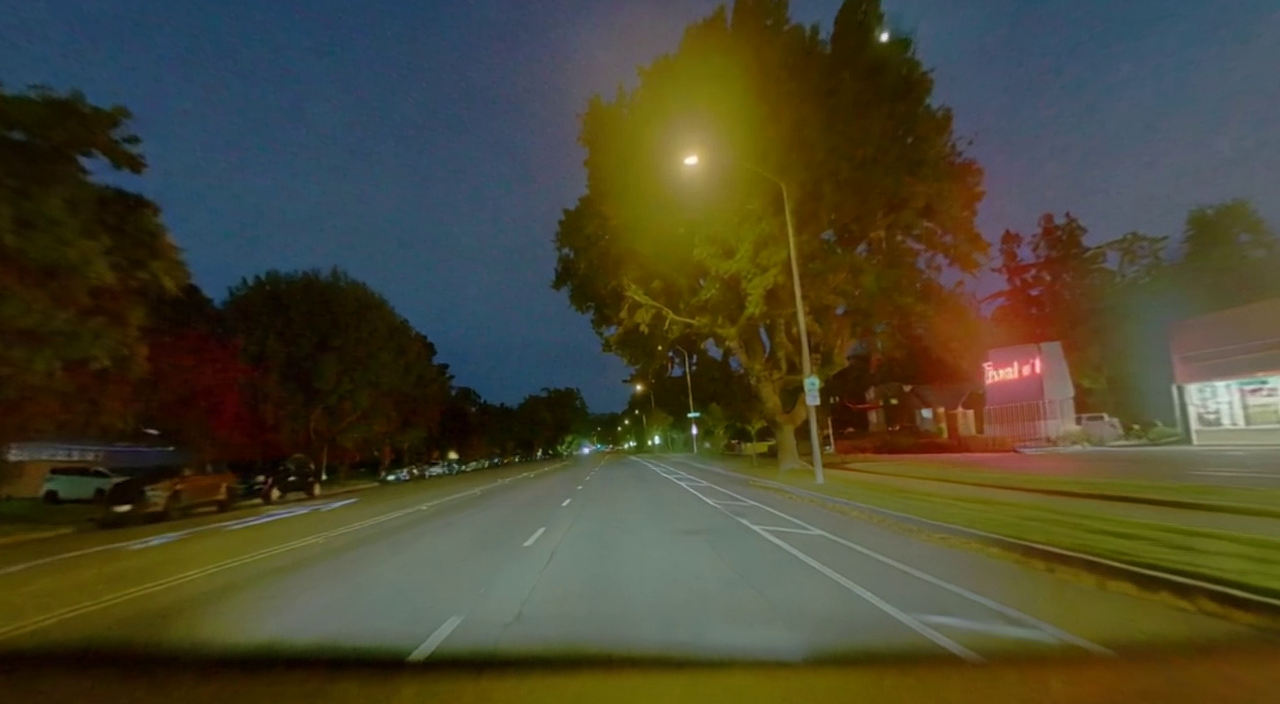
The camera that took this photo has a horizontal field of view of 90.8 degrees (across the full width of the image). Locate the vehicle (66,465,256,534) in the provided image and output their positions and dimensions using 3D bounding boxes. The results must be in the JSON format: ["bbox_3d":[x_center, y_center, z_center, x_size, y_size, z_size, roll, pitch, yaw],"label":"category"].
[{"bbox_3d":[-12.725,3.907,17.228,1.958,1.457,4.254,0,-9,-3],"label":"vehicle"}]

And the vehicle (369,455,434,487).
[{"bbox_3d":[-13.194,6.557,35.266,1.897,1.564,4.875,0,-8,-2],"label":"vehicle"}]

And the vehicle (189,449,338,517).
[{"bbox_3d":[-12.924,4.462,22.200,2.351,1.905,5.138,-4,-9,-3],"label":"vehicle"}]

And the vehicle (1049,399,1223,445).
[{"bbox_3d":[24.525,3.590,31.568,2.392,1.996,6.238,5,-10,-33],"label":"vehicle"}]
